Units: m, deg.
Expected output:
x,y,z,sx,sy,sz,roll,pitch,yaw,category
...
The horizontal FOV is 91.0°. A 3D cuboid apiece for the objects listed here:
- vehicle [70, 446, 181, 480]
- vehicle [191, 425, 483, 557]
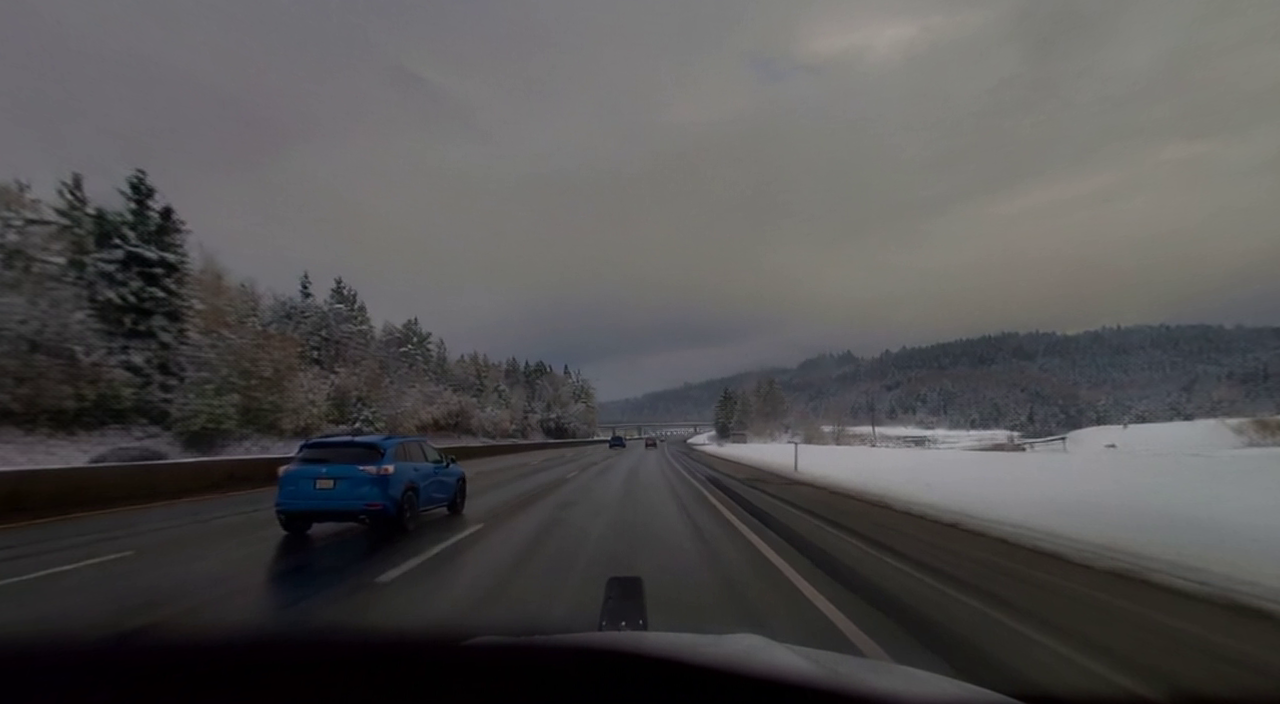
x,y,z,sx,sy,sz,roll,pitch,yaw,category
-23.173,4.984,28.556,1.768,1.432,3.791,0,-8,1,vehicle
-3.966,1.882,9.332,1.996,1.454,4.495,0,-8,1,vehicle
